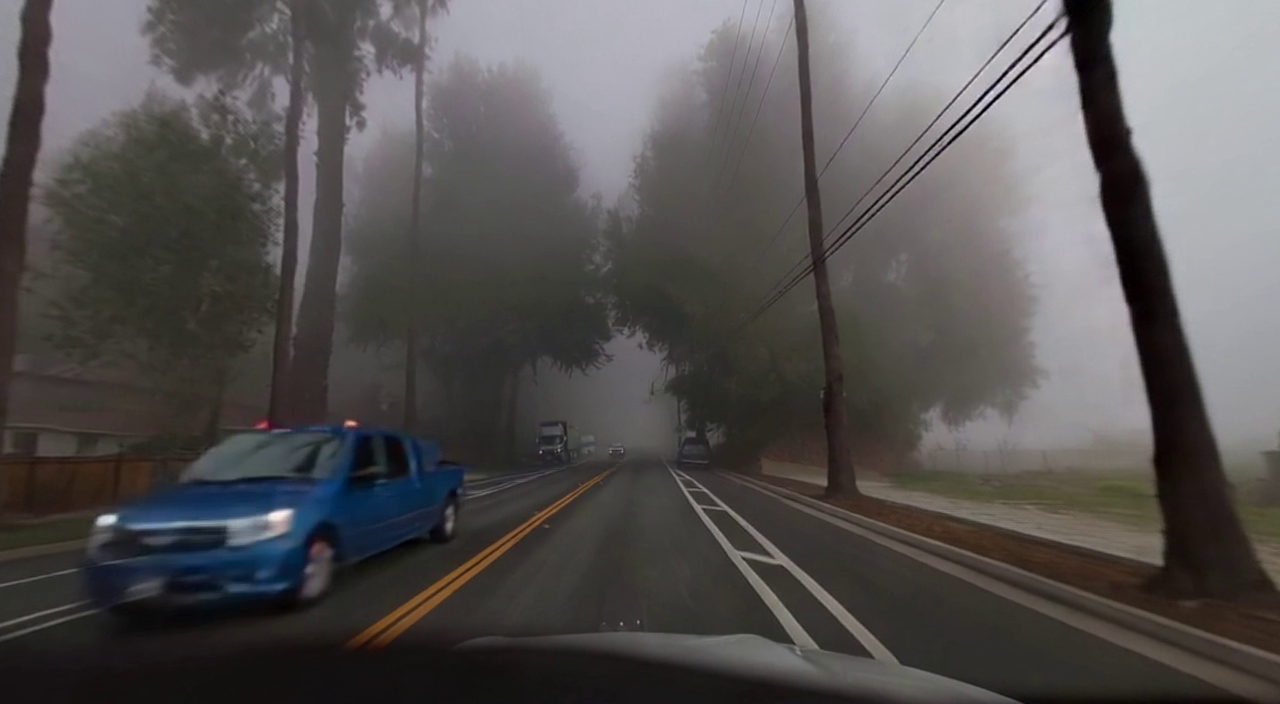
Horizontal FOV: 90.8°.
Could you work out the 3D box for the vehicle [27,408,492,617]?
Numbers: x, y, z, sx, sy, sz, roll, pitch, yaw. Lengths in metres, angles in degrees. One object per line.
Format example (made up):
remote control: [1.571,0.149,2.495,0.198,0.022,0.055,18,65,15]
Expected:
vehicle: [-3.737,1.707,7.955,2.336,1.669,5.581,0,-8,1]

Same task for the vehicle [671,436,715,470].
vehicle: [3.056,5.942,37.451,2.168,1.851,4.861,0,-8,-1]

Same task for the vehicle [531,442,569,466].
vehicle: [-6.494,7.420,46.022,1.935,1.655,4.409,0,-9,2]
